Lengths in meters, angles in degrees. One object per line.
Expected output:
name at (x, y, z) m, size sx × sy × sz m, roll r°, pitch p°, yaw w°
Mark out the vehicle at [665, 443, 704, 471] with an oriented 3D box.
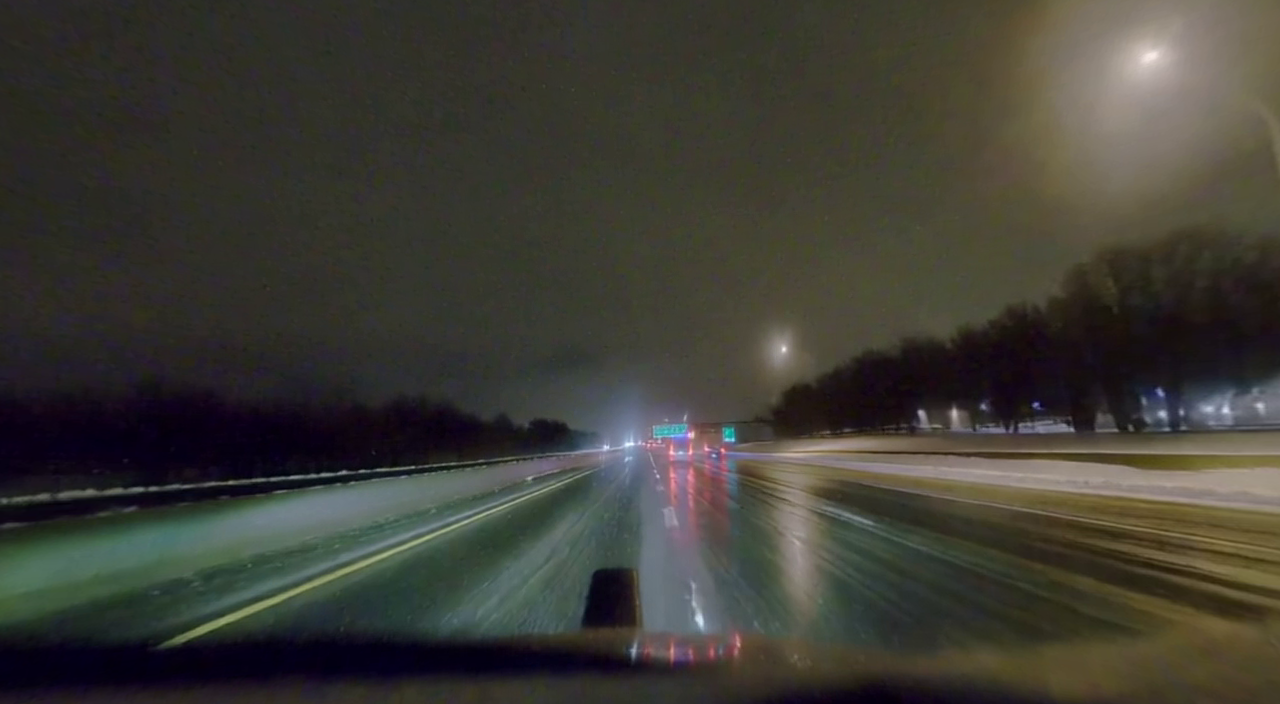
vehicle at (2.566, 6.186, 37.072) m, size 1.970 × 1.560 × 4.182 m, roll 0°, pitch -9°, yaw -1°
